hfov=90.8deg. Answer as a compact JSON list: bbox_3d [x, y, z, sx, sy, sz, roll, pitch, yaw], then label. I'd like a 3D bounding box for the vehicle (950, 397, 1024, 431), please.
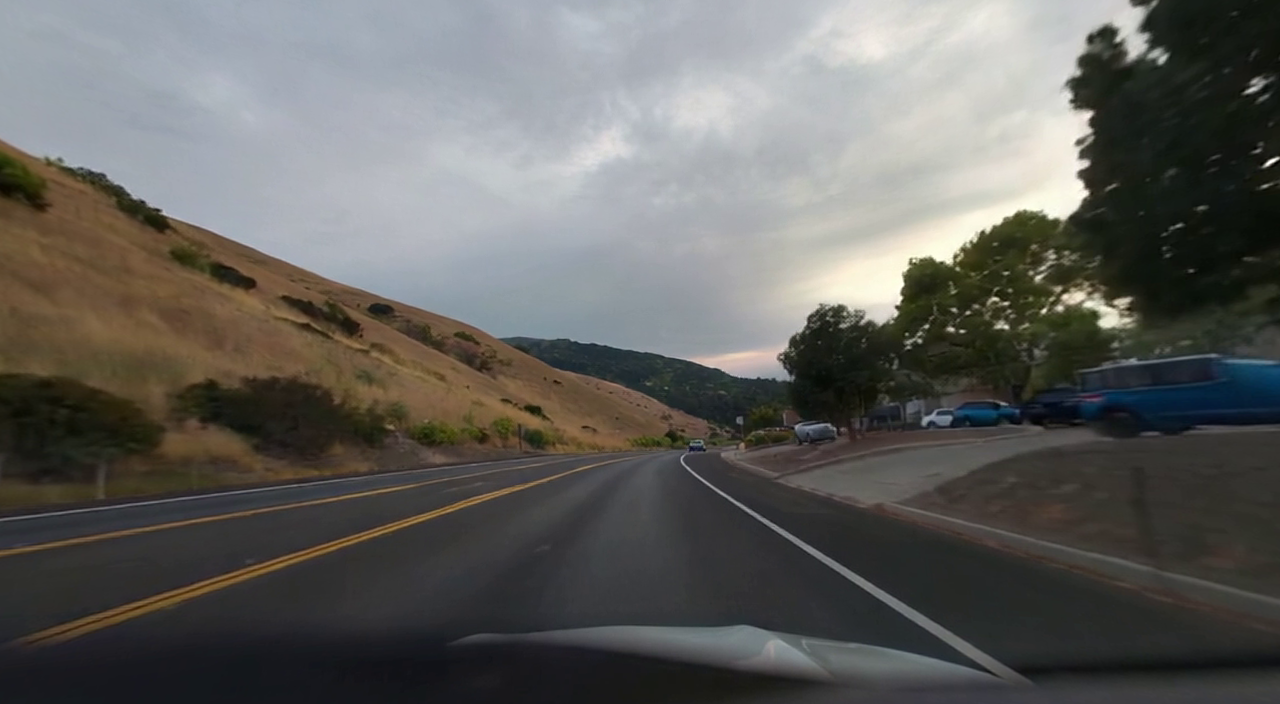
[{"bbox_3d":[20.577,3.742,37.691,1.933,1.770,4.325,-2,-9,1],"label":"vehicle"}]

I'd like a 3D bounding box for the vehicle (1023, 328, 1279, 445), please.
[{"bbox_3d":[9.580,0.829,12.020,1.929,1.593,4.030,-5,-10,0],"label":"vehicle"}]

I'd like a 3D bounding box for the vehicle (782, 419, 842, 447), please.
[{"bbox_3d":[10.077,4.835,37.352,2.103,1.447,4.727,-2,-9,-1],"label":"vehicle"}]
